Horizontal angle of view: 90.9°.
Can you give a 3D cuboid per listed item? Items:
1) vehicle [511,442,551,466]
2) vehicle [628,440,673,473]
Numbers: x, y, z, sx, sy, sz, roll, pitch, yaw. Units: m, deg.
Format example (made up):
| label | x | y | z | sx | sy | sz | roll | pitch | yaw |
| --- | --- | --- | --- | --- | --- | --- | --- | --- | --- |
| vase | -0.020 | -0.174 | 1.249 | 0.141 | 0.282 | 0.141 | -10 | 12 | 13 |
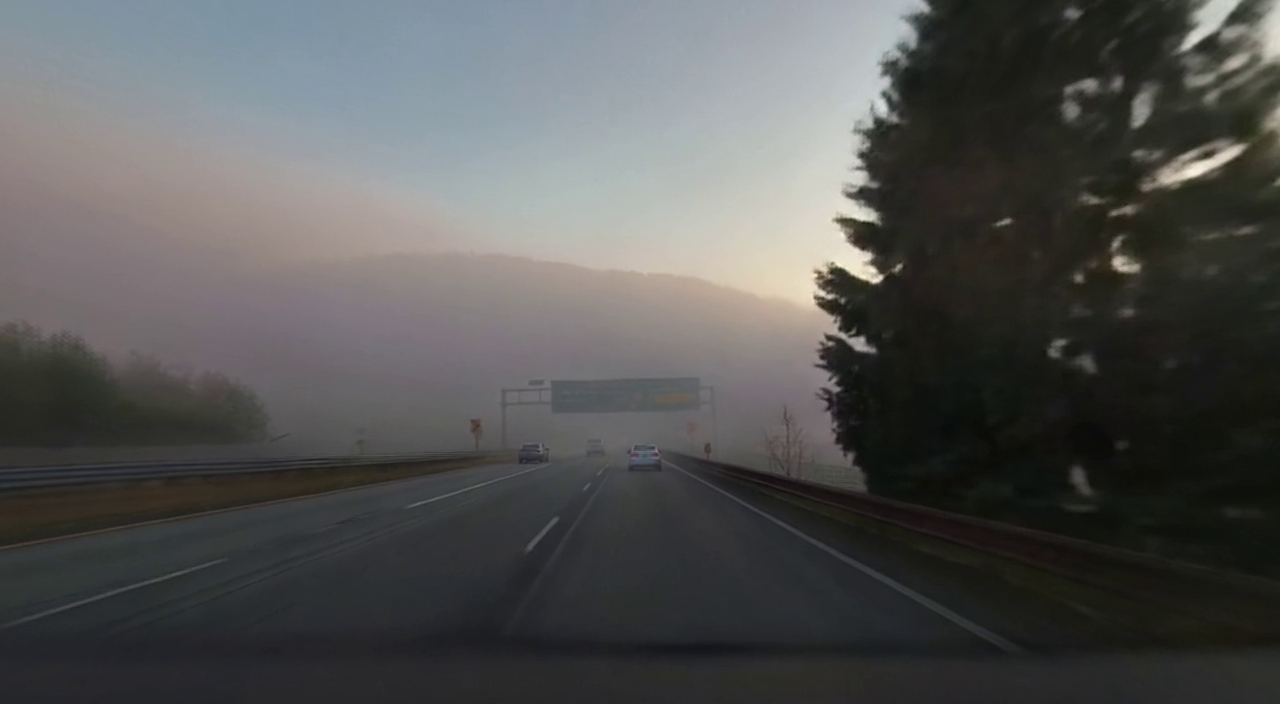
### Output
| label | x | y | z | sx | sy | sz | roll | pitch | yaw |
| --- | --- | --- | --- | --- | --- | --- | --- | --- | --- |
| vehicle | -7.068 | 6.647 | 41.185 | 1.955 | 1.468 | 3.637 | 0 | -9 | -1 |
| vehicle | 0.428 | 5.029 | 30.492 | 2.019 | 1.475 | 4.301 | 0 | -9 | -2 |
